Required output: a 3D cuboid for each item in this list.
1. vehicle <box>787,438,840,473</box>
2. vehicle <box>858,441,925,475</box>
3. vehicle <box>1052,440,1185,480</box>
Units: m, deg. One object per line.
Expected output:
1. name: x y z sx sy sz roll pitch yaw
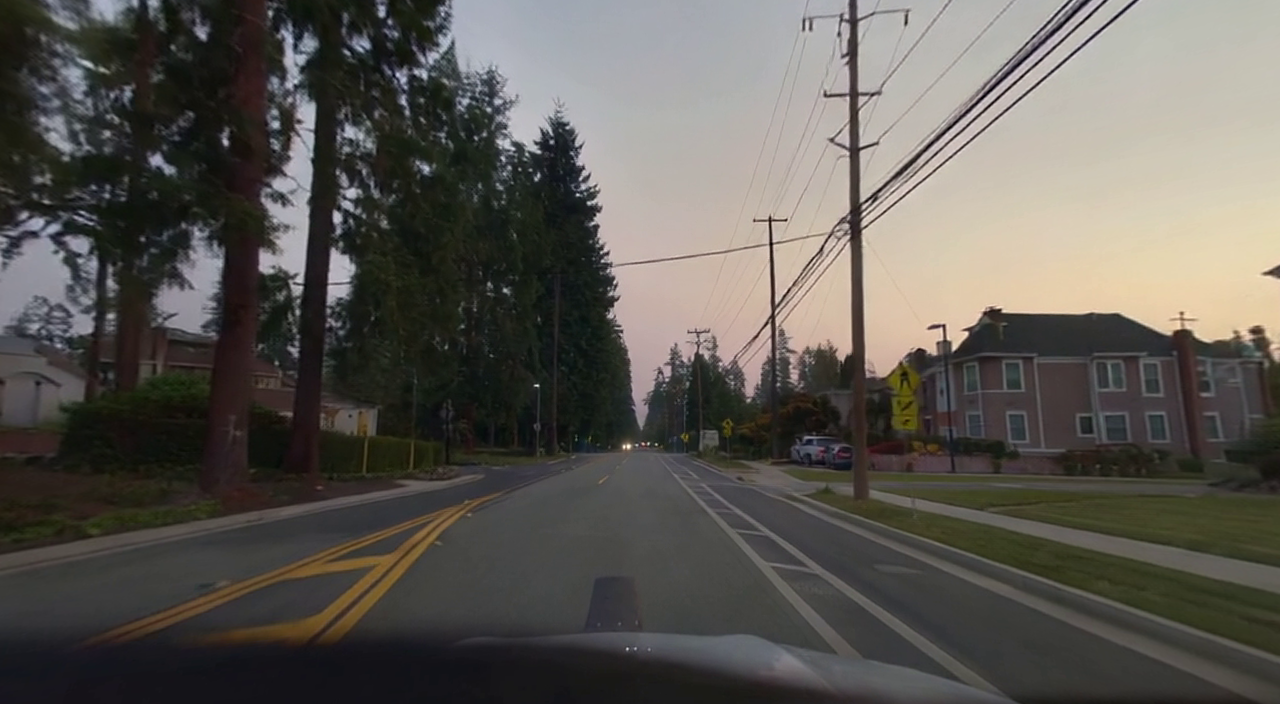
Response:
1. vehicle: 10.379 6.223 38.035 1.912 1.953 4.651 0 -9 0
2. vehicle: 13.648 5.789 34.443 1.935 1.683 4.669 0 -9 3
3. vehicle: 21.141 4.755 27.969 3.943 1.664 2.391 0 -8 -1
